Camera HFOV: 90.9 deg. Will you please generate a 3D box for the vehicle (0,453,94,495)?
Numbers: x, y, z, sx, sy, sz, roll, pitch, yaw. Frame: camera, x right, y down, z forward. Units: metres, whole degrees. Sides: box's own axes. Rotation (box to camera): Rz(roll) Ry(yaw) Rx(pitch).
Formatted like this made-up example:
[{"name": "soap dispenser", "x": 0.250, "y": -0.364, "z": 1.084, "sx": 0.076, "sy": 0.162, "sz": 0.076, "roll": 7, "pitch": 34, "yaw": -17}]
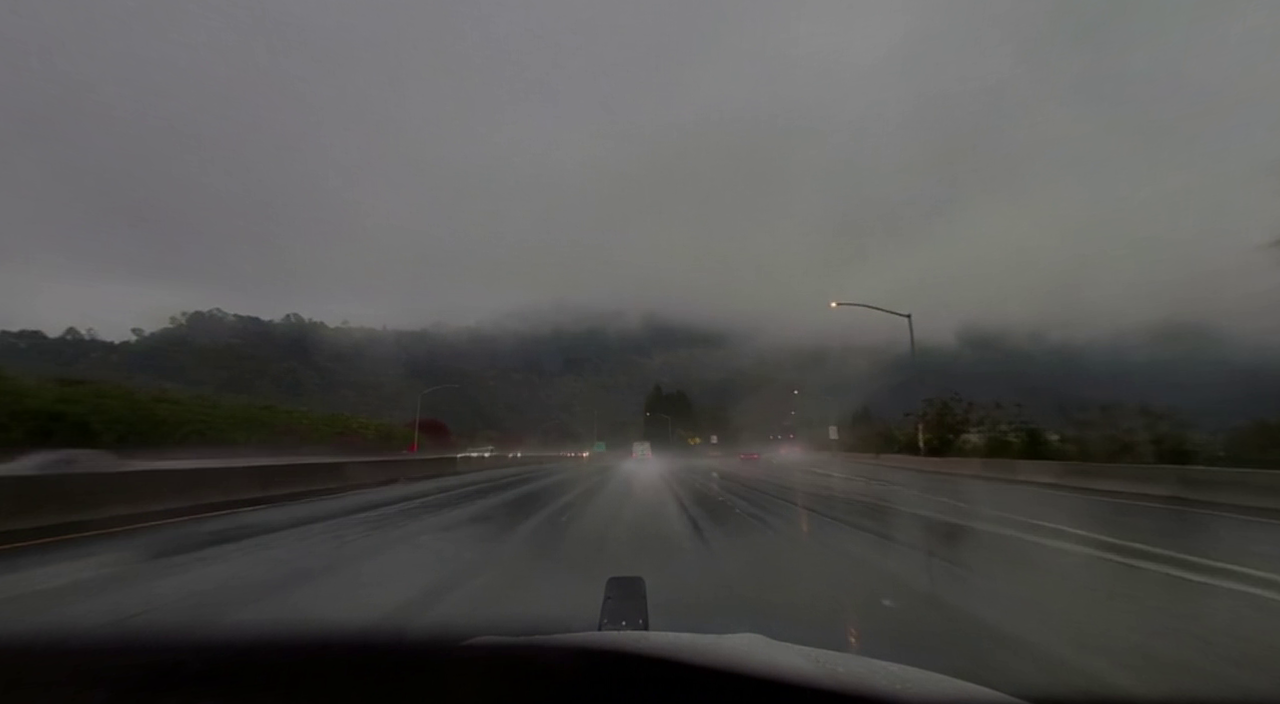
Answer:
[{"name": "vehicle", "x": -24.329, "y": 4.713, "z": 24.588, "sx": 2.037, "sy": 1.483, "sz": 4.504, "roll": 0, "pitch": -8, "yaw": 0}]
